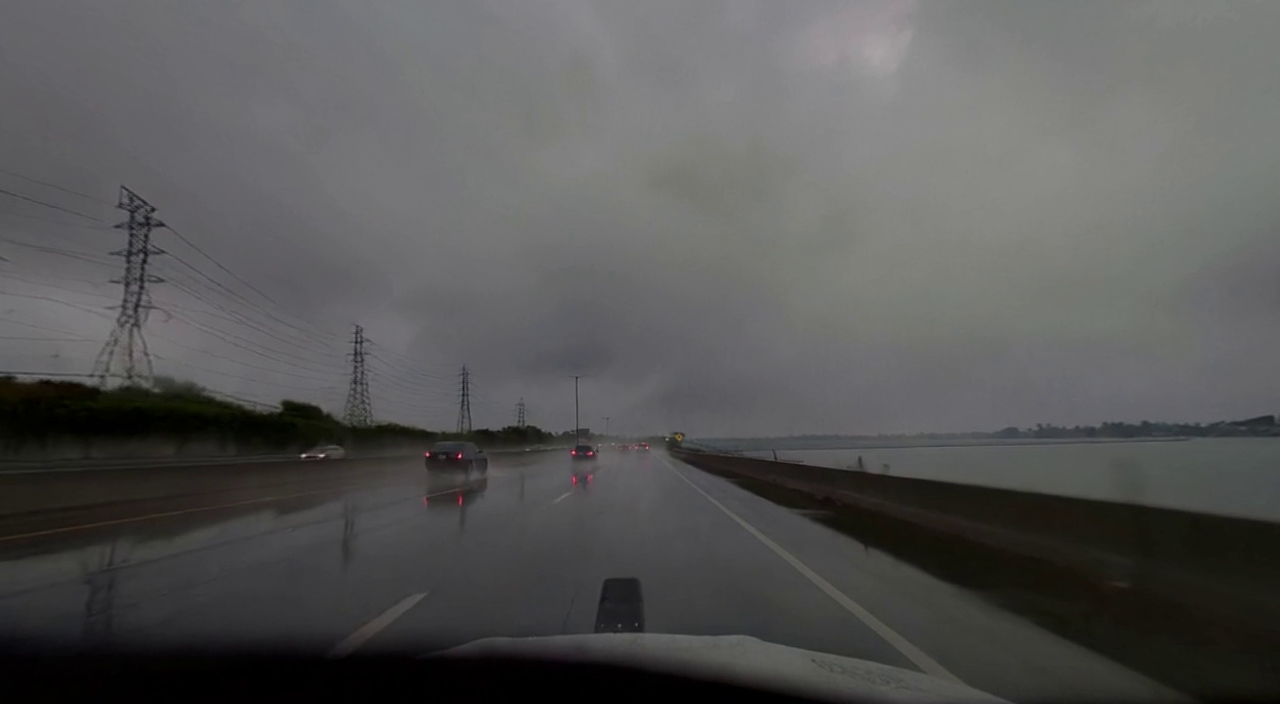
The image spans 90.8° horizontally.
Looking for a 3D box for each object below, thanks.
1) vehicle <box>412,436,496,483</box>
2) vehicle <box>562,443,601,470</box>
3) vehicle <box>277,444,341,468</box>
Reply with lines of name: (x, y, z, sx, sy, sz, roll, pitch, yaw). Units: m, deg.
vehicle: (-7.454, 4.330, 25.790, 2.050, 1.717, 4.418, 0, -8, 0)
vehicle: (-3.505, 6.359, 38.609, 1.957, 1.494, 4.207, 0, -8, 1)
vehicle: (-22.634, 7.141, 43.404, 1.932, 1.530, 4.473, 0, -8, 0)
